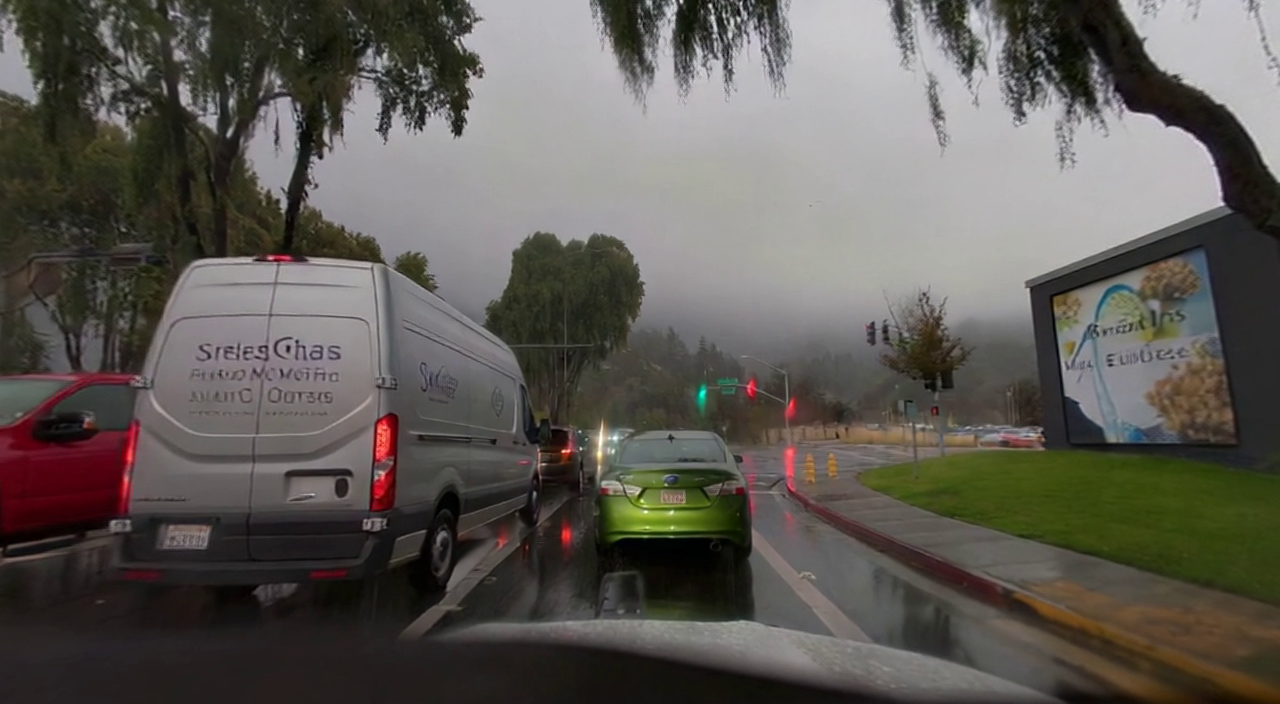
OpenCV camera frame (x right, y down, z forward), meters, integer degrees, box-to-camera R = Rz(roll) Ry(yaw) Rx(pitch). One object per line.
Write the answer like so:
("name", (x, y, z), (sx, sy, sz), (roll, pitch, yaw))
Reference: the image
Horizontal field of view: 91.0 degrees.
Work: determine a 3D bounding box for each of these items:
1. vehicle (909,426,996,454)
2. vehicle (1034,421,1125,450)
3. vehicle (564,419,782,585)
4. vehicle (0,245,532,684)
("vehicle", (21.981, 6.200, 44.293), (5.021, 1.848, 2.210), (1, -8, -9))
("vehicle", (32.037, 6.093, 45.950), (5.084, 2.041, 2.360), (1, -8, -9))
("vehicle", (0.572, 1.955, 9.123), (2.398, 1.773, 4.254), (-1, -8, 6))
("vehicle", (-3.070, 1.125, 7.243), (2.555, 3.035, 5.702), (0, -8, 1))
